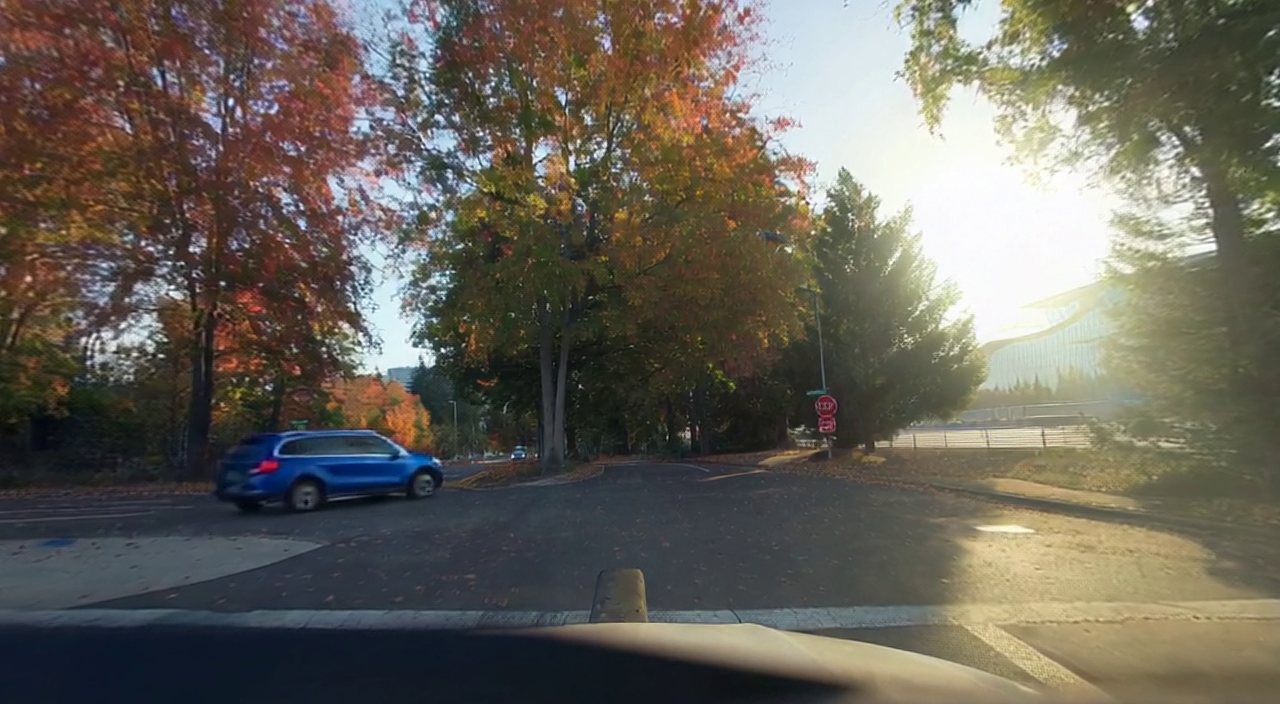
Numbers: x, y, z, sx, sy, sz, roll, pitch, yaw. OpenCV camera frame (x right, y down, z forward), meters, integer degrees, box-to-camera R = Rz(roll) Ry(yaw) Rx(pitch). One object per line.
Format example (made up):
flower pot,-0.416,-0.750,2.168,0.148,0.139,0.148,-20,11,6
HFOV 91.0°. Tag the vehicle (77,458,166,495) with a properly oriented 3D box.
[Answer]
vehicle,-26.218,6.258,31.940,3.248,1.720,1.902,7,-11,-38

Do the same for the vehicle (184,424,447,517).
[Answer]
vehicle,-8.254,3.013,16.634,2.284,2.012,5.607,-8,-11,41

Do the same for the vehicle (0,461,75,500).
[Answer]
vehicle,-29.481,5.963,29.282,4.410,1.644,1.907,6,-11,-35
